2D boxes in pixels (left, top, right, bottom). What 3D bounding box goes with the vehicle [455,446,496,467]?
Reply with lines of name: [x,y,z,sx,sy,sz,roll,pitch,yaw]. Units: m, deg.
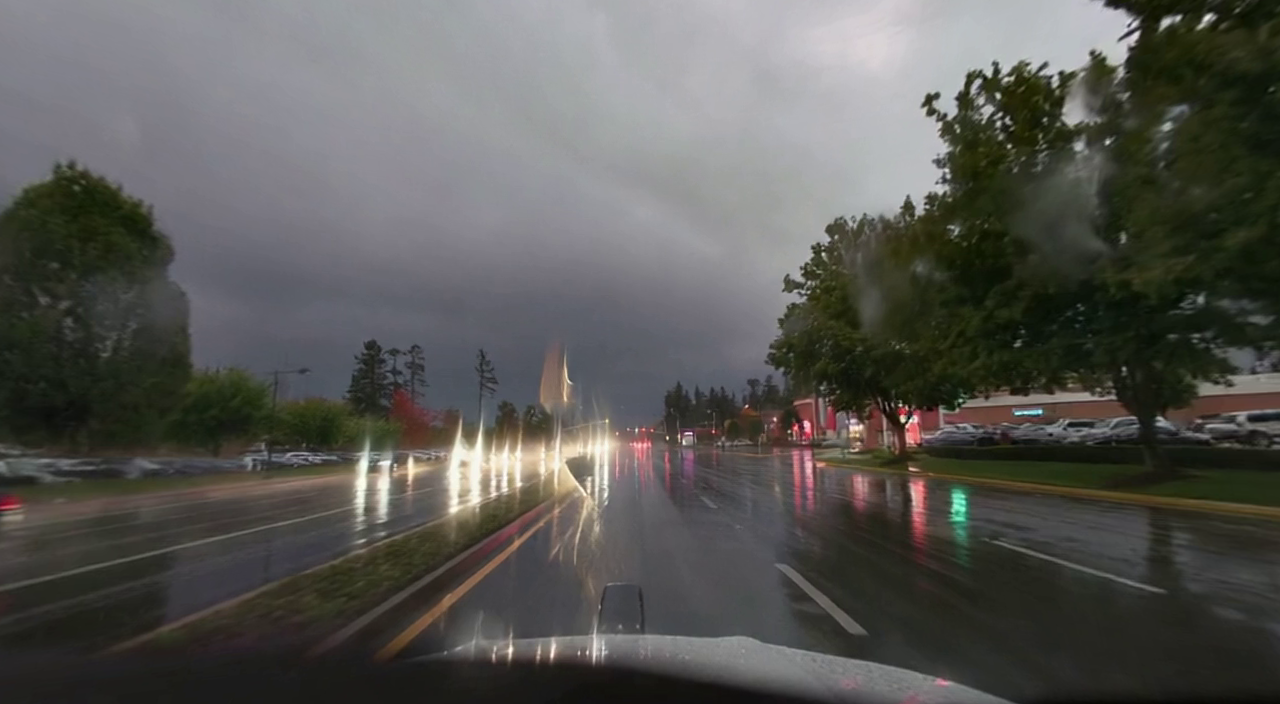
vehicle: [-12.007,7.647,46.399,1.866,1.518,4.240,0,-9,0]

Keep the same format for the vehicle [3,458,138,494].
vehicle: [-27.777,6.064,31.030,4.495,1.460,1.853,2,-11,-26]

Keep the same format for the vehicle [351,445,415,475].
vehicle: [-15.611,6.574,38.673,2.060,1.748,4.384,0,-9,0]

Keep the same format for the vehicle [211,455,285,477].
vehicle: [-28.517,8.293,46.084,4.318,1.499,2.021,4,-10,-26]

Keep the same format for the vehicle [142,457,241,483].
vehicle: [-28.280,7.436,40.065,4.766,1.489,2.092,5,-10,-27]
